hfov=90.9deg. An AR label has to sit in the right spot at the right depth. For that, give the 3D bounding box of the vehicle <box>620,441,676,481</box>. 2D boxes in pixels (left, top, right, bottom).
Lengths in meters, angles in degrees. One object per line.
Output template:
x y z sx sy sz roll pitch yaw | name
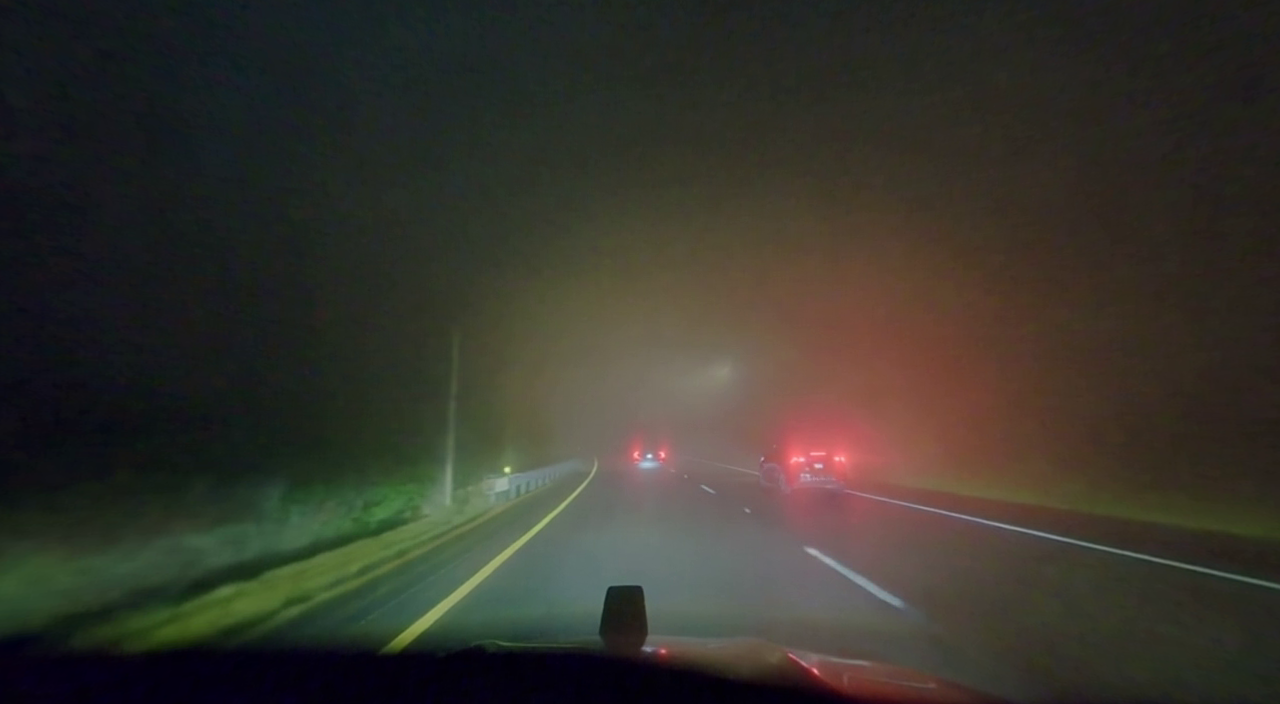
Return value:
0.245 4.482 26.204 2.029 1.474 4.183 0 -9 -3 | vehicle
